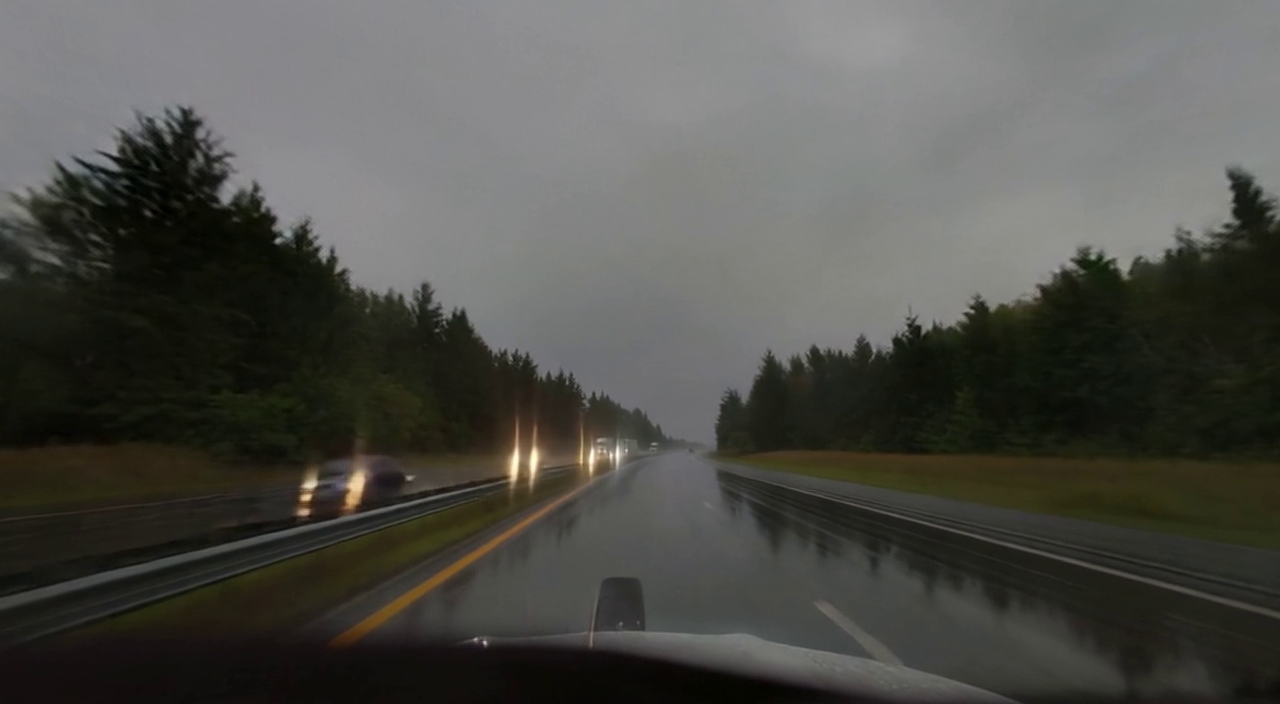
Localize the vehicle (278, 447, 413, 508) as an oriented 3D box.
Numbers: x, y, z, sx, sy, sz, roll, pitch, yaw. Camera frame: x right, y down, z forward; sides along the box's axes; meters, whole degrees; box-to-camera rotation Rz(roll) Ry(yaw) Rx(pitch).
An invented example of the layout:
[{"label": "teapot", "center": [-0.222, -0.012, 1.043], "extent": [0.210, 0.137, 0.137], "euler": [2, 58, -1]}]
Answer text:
[{"label": "vehicle", "center": [-9.100, 3.870, 20.027], "extent": [1.956, 1.670, 4.696], "euler": [0, -9, 1]}]
